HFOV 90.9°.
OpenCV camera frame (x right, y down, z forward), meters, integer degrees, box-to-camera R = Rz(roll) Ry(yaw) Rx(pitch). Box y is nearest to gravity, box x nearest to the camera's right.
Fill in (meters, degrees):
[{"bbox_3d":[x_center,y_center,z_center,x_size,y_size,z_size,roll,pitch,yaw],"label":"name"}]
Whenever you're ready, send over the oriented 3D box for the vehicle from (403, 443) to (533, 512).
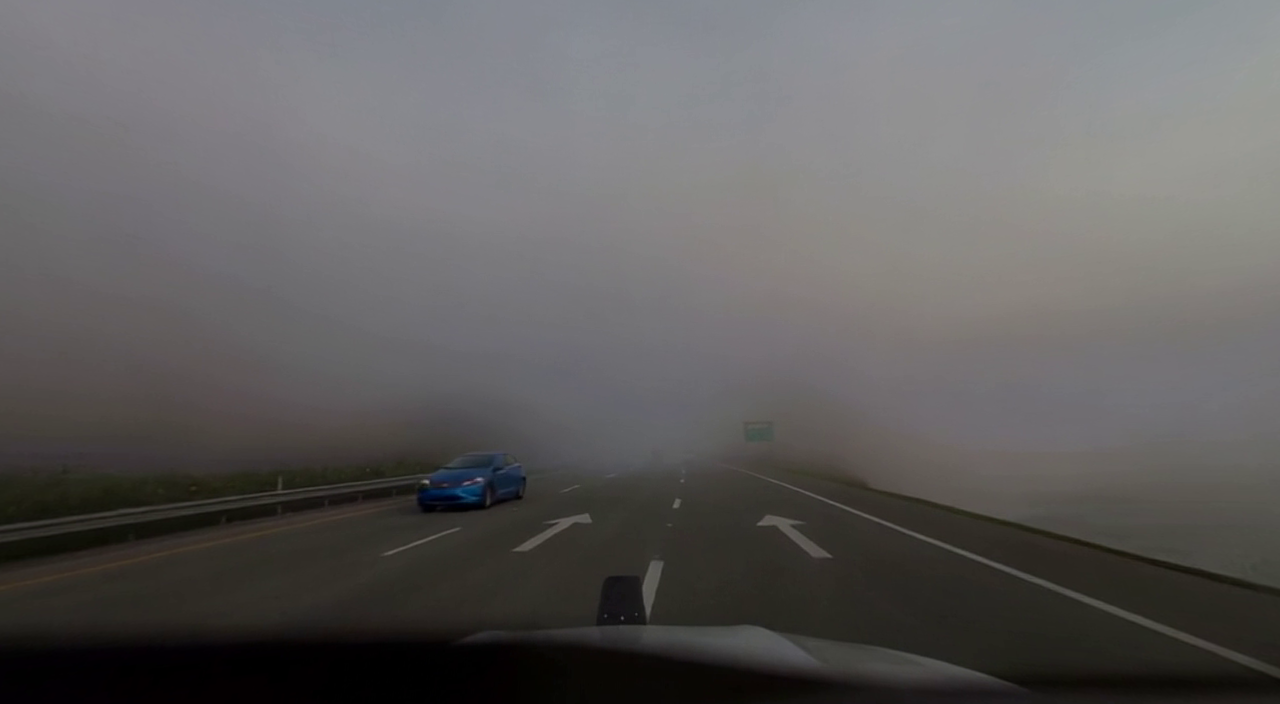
[{"bbox_3d":[-4.644,3.458,17.845,2.095,1.678,4.421,-1,-9,5],"label":"vehicle"}]
